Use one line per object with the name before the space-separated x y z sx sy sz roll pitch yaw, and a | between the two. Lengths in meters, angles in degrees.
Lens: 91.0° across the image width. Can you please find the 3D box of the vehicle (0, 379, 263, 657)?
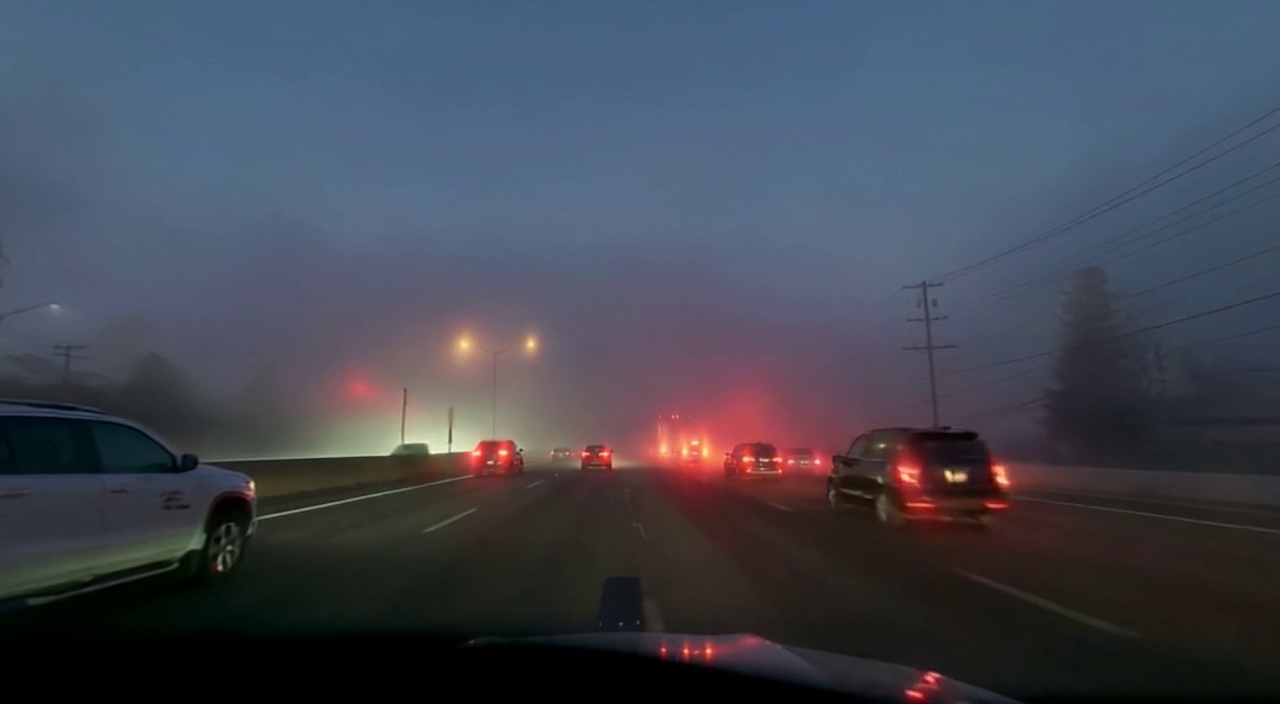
vehicle | -5.042 1.105 4.424 2.127 1.705 4.374 1 -9 -2

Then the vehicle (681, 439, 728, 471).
vehicle | 3.806 6.189 38.050 2.182 1.782 4.800 1 -9 -2

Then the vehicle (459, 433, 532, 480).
vehicle | -6.163 4.527 27.547 2.147 1.825 4.602 0 -9 -1

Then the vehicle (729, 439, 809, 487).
vehicle | 4.758 4.163 23.945 1.978 1.607 4.245 1 -9 -2

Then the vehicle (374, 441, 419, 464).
vehicle | -15.855 6.565 41.161 1.607 1.454 3.631 1 -9 -2

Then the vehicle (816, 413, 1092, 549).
vehicle | 4.877 2.084 10.874 2.086 1.783 4.868 1 -9 -2

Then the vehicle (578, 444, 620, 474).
vehicle | -2.129 5.707 33.862 2.060 1.508 4.308 1 -9 -1
